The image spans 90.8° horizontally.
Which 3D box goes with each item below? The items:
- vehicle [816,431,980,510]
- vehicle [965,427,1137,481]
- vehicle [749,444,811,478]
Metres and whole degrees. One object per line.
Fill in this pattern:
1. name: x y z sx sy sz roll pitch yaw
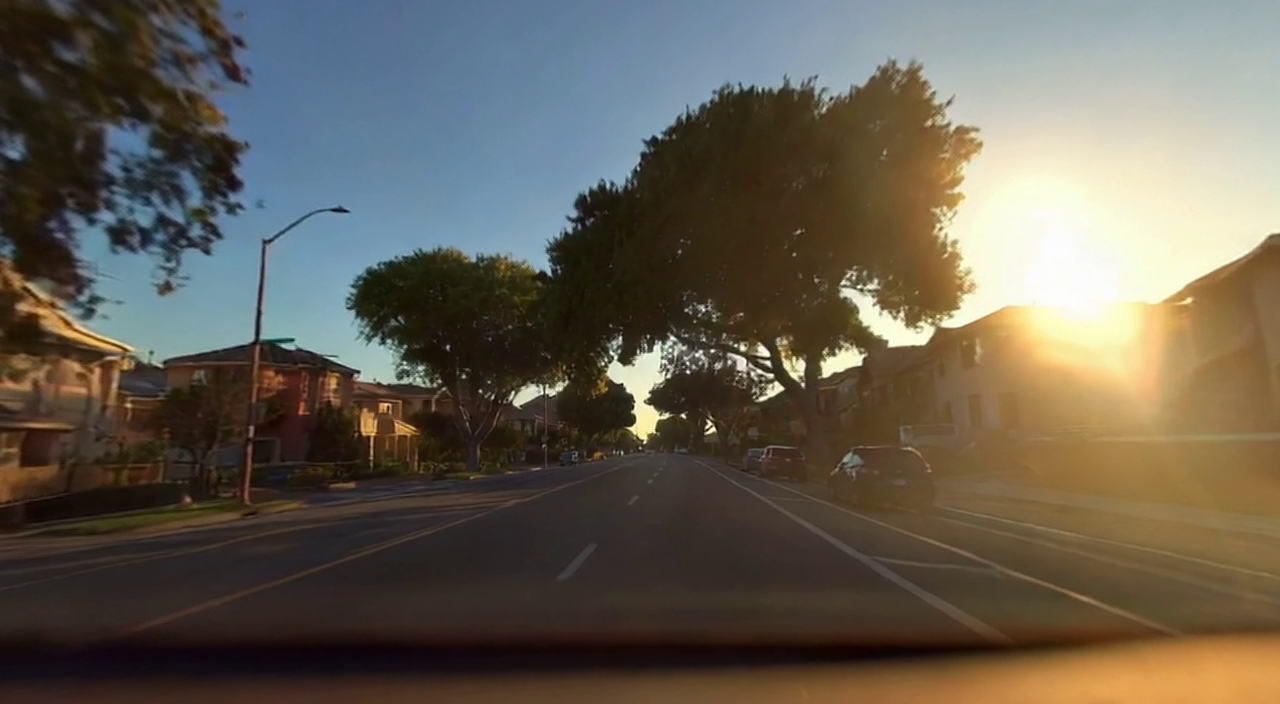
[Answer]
1. vehicle: 5.888 2.809 15.242 1.971 1.558 4.895 -1 -9 1
2. vehicle: 14.118 3.531 21.999 4.319 1.760 2.300 -1 -8 4
3. vehicle: 6.693 5.229 30.674 1.938 1.464 4.390 -1 -8 -1
